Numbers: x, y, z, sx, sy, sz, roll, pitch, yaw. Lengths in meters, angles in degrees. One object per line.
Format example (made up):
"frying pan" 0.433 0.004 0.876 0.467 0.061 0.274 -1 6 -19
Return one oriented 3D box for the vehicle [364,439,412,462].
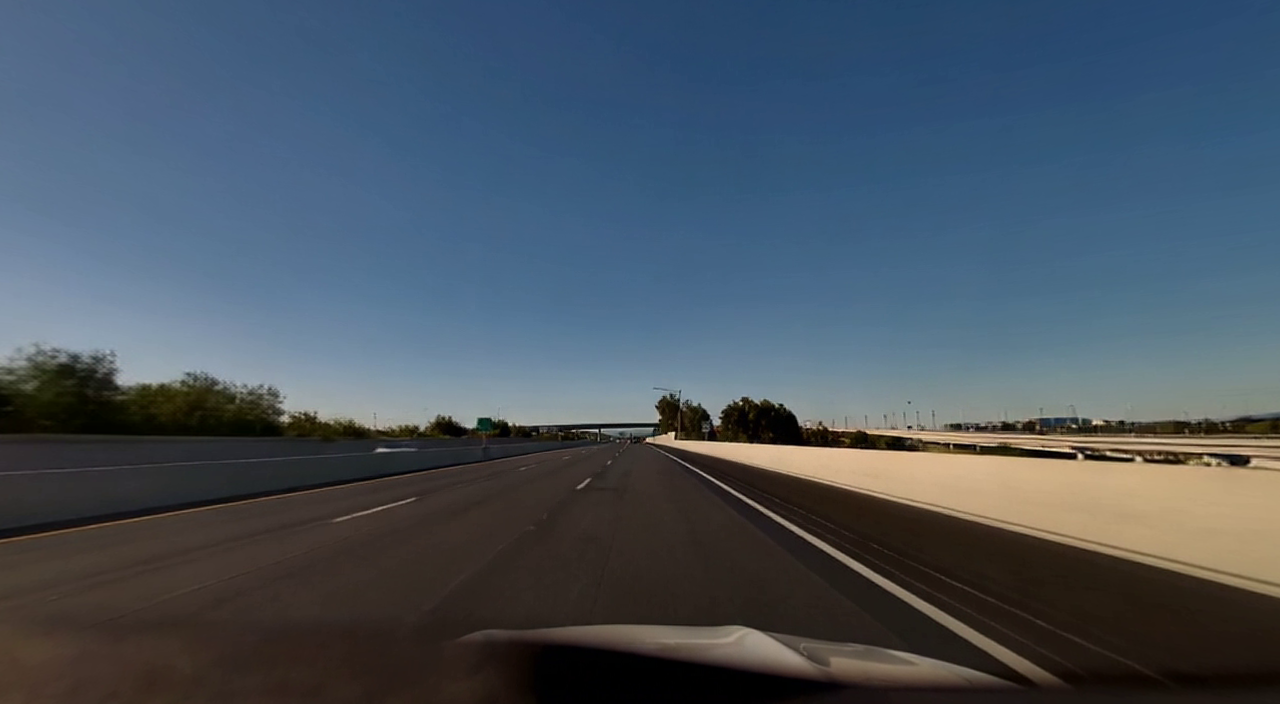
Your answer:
"vehicle" -19.431 7.594 48.773 1.891 1.607 4.384 0 -8 0
